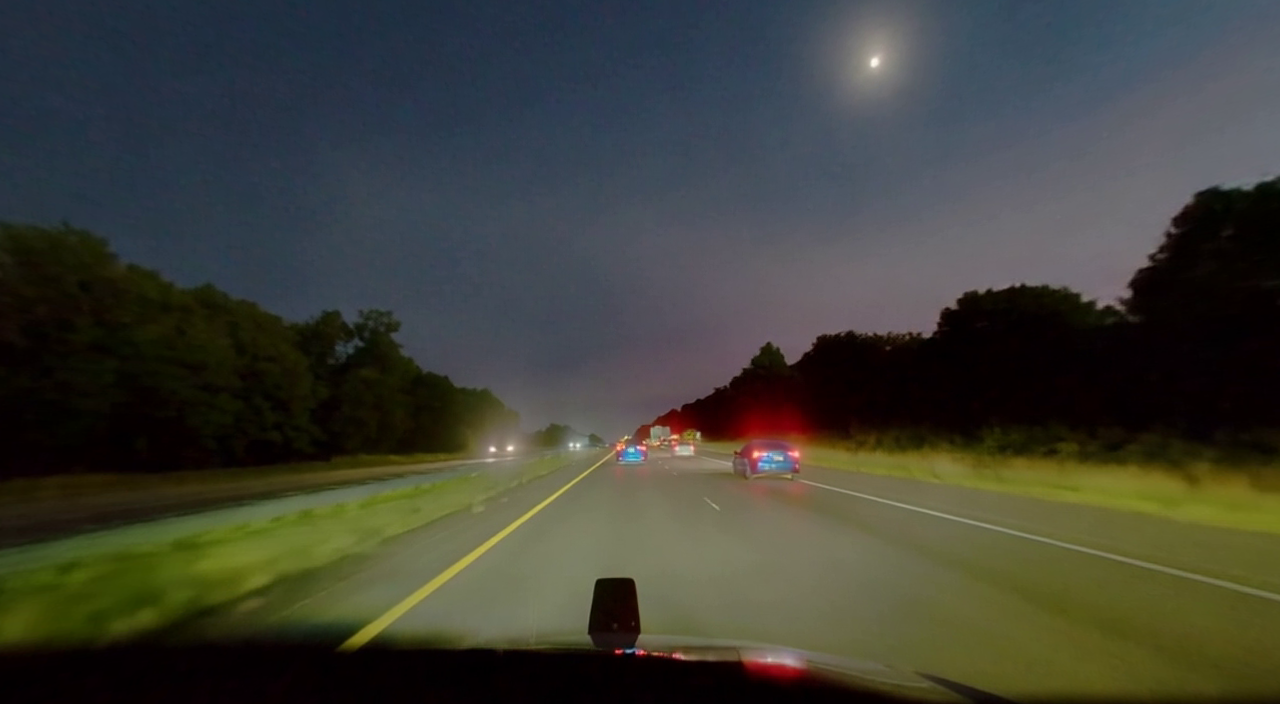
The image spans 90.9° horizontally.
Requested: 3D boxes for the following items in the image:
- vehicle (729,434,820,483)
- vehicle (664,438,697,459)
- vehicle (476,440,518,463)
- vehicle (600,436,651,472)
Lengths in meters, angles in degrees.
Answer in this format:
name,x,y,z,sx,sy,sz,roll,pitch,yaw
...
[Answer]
name,x,y,z,sx,sy,sz,roll,pitch,yaw
vehicle,4.511,3.606,21.829,2.066,1.526,4.216,0,-8,-2
vehicle,2.907,7.042,46.318,2.004,1.469,4.472,0,-8,-2
vehicle,-9.622,6.701,42.730,1.895,1.453,4.000,0,-8,0
vehicle,-0.626,4.561,28.501,2.143,1.466,3.693,0,-7,-1
